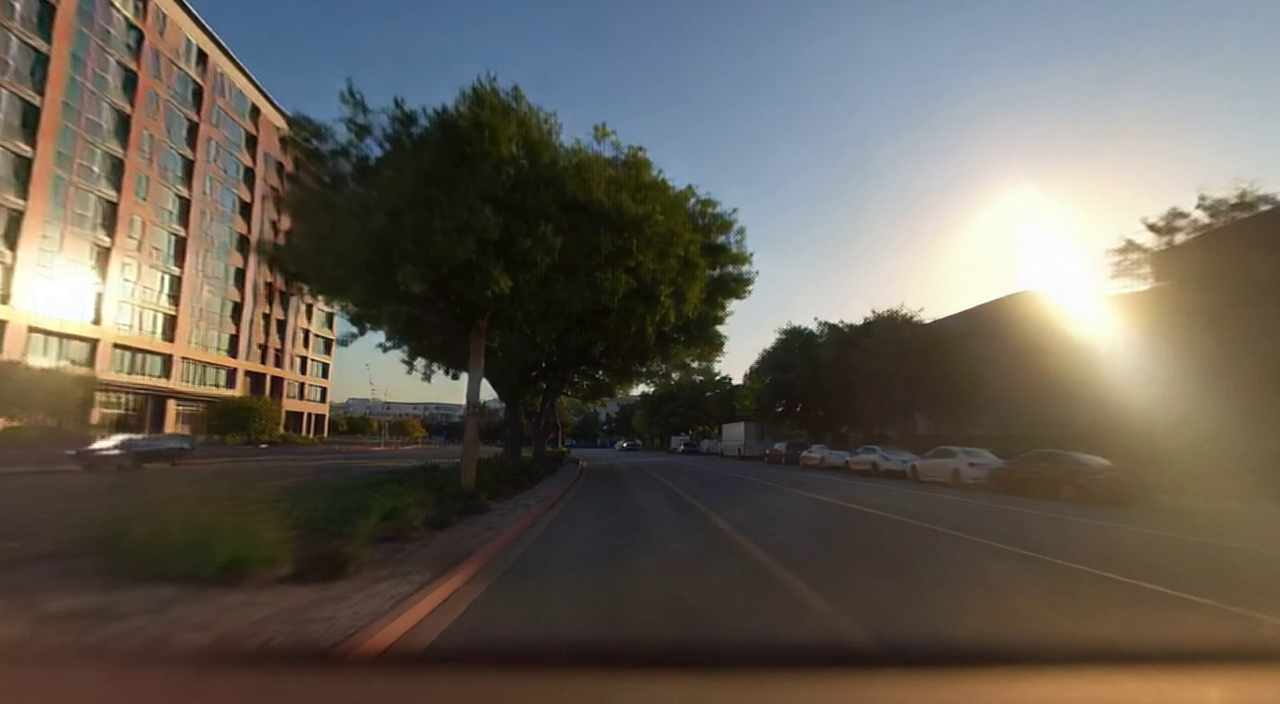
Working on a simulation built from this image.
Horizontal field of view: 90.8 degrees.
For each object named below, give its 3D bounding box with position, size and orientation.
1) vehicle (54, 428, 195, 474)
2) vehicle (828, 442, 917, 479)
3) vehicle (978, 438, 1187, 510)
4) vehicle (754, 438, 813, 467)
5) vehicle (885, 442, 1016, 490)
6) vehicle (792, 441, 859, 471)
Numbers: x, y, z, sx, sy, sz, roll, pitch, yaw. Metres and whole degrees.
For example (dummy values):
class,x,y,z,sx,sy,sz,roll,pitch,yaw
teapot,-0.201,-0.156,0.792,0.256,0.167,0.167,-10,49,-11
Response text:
class,x,y,z,sx,sy,sz,roll,pitch,yaw
vehicle,-19.144,3.676,23.728,1.938,1.524,4.107,1,-8,-3
vehicle,10.149,4.770,28.025,1.895,1.467,4.885,0,-8,-3
vehicle,10.728,2.964,15.838,1.907,1.524,4.381,0,-8,-3
vehicle,9.224,6.519,41.152,2.050,1.699,5.584,1,-8,-5
vehicle,10.581,3.900,22.000,1.838,1.466,4.704,1,-9,-5
vehicle,9.849,5.574,33.942,1.801,1.489,4.339,1,-9,-7
